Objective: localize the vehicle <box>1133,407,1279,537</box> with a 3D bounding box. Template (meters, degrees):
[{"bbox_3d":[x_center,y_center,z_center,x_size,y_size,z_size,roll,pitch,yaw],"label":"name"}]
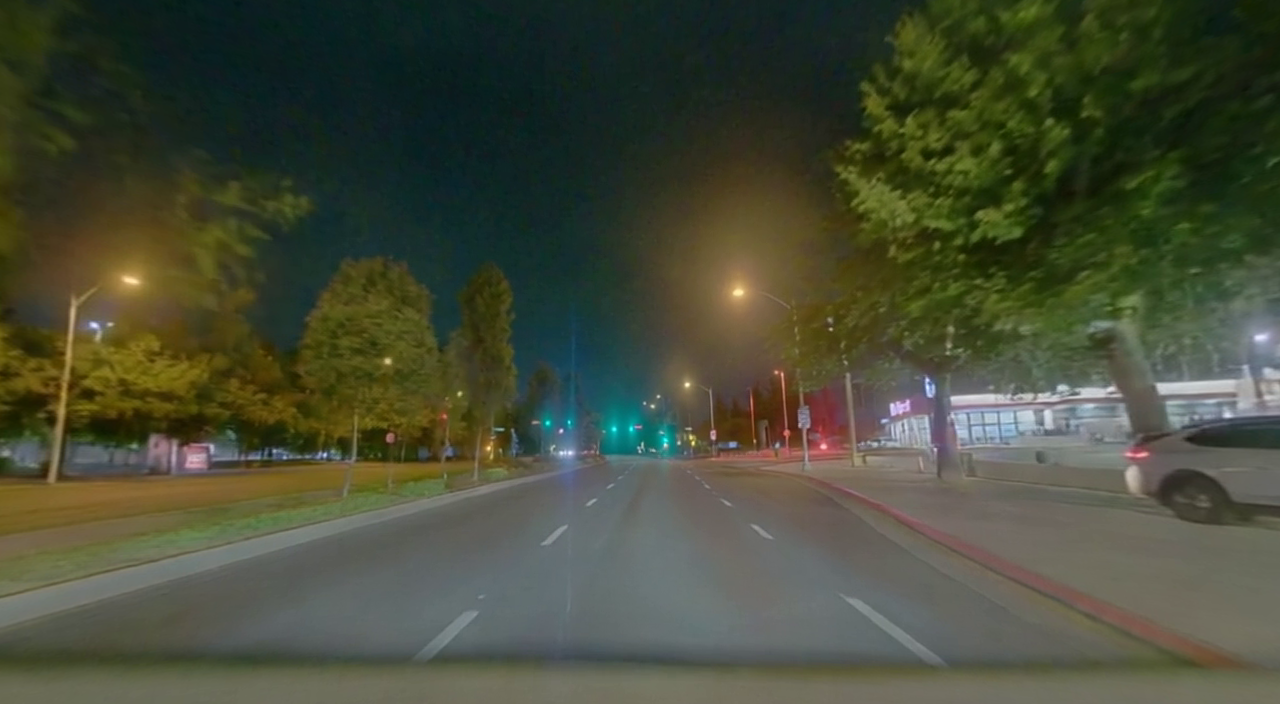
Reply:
[{"bbox_3d":[12.663,1.932,11.046,5.788,2.002,2.377,-3,-7,5],"label":"vehicle"}]
